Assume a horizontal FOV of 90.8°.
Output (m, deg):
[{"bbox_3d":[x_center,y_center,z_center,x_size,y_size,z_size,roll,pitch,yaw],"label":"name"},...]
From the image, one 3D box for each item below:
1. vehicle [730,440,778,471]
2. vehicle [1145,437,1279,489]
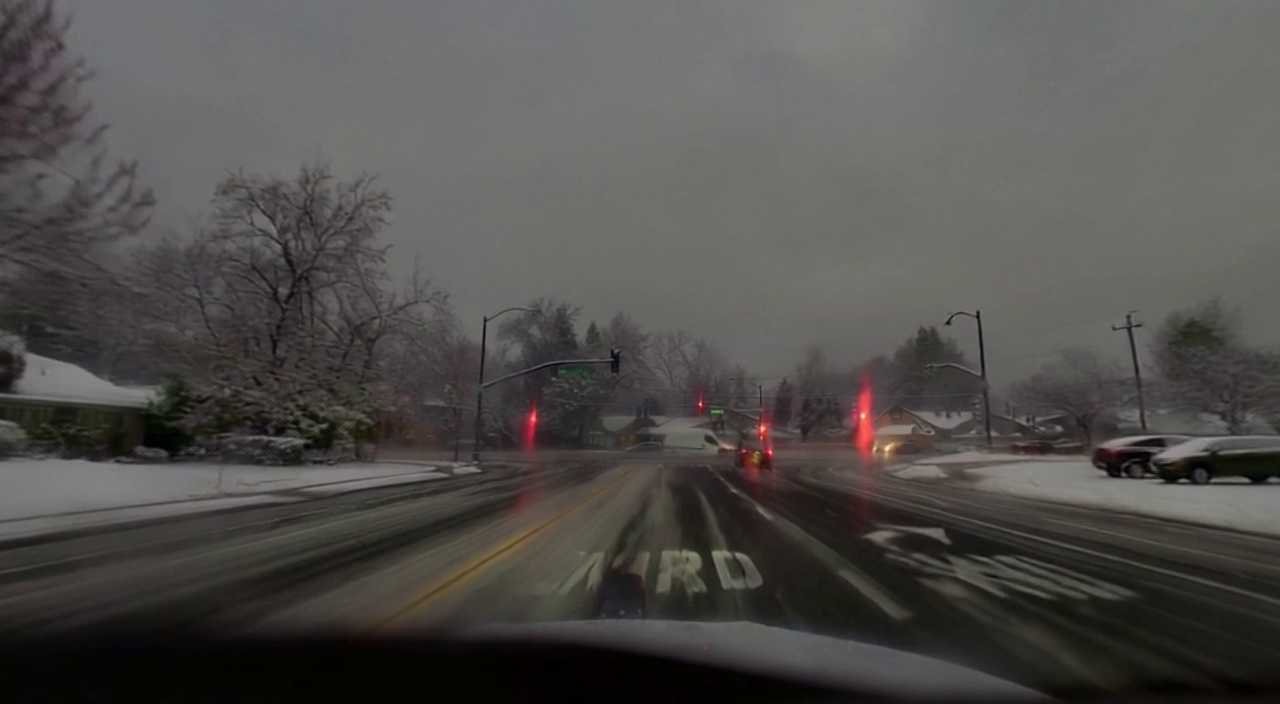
[{"bbox_3d":[5.952,5.455,33.428,1.947,1.485,4.336,-1,-8,3],"label":"vehicle"},{"bbox_3d":[17.983,3.279,18.857,4.104,1.449,1.896,-1,-8,2],"label":"vehicle"}]
